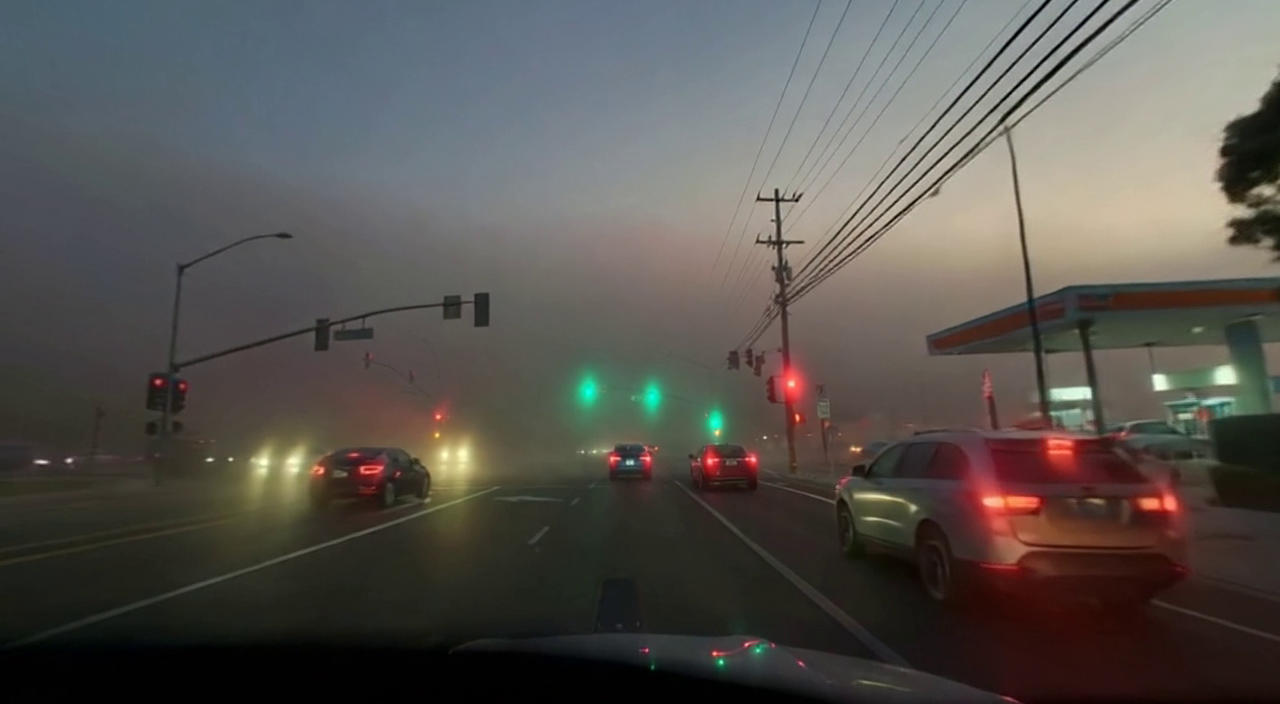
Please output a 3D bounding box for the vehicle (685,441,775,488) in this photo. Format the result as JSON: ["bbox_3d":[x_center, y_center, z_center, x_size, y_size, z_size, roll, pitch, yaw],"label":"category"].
[{"bbox_3d":[2.927,3.804,21.719,2.208,1.436,4.542,0,-9,-3],"label":"vehicle"}]

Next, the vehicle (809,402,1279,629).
[{"bbox_3d":[3.800,1.567,7.104,2.452,1.682,4.565,0,-9,-1],"label":"vehicle"}]

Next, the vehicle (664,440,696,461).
[{"bbox_3d":[2.943,7.355,47.089,1.971,1.477,4.121,0,-9,-2],"label":"vehicle"}]

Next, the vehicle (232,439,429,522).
[{"bbox_3d":[-6.315,2.642,13.572,2.075,1.470,4.190,0,-9,1],"label":"vehicle"}]

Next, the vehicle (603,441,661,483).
[{"bbox_3d":[-0.333,4.214,24.545,2.065,1.484,3.894,0,-9,-1],"label":"vehicle"}]

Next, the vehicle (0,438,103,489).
[{"bbox_3d":[-30.336,5.277,30.004,6.968,2.250,2.605,0,-9,-3],"label":"vehicle"}]
